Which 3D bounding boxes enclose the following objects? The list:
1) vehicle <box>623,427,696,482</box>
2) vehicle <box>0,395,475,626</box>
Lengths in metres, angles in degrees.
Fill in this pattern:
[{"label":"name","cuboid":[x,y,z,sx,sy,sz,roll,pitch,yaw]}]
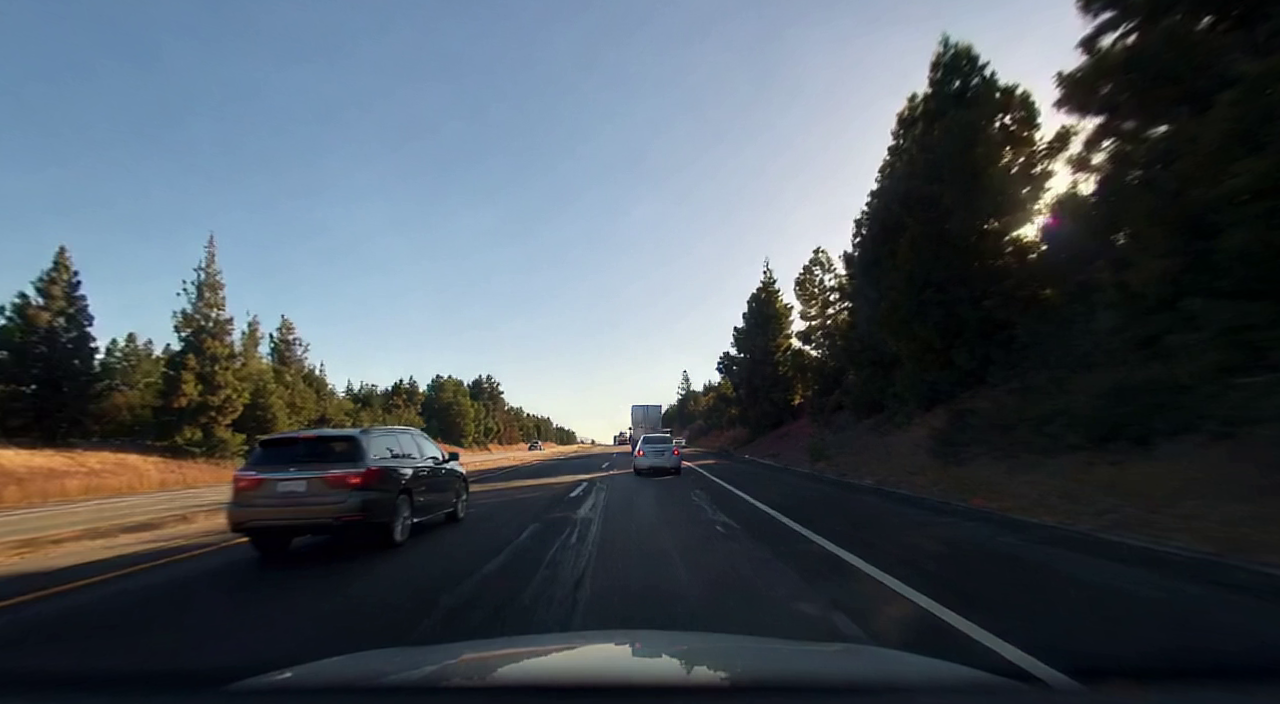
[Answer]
[{"label":"vehicle","cuboid":[0.523,3.204,20.012,2.072,1.534,4.300,0,-8,0]},{"label":"vehicle","cuboid":[-3.598,1.453,6.967,2.192,1.623,4.887,0,-8,0]}]
